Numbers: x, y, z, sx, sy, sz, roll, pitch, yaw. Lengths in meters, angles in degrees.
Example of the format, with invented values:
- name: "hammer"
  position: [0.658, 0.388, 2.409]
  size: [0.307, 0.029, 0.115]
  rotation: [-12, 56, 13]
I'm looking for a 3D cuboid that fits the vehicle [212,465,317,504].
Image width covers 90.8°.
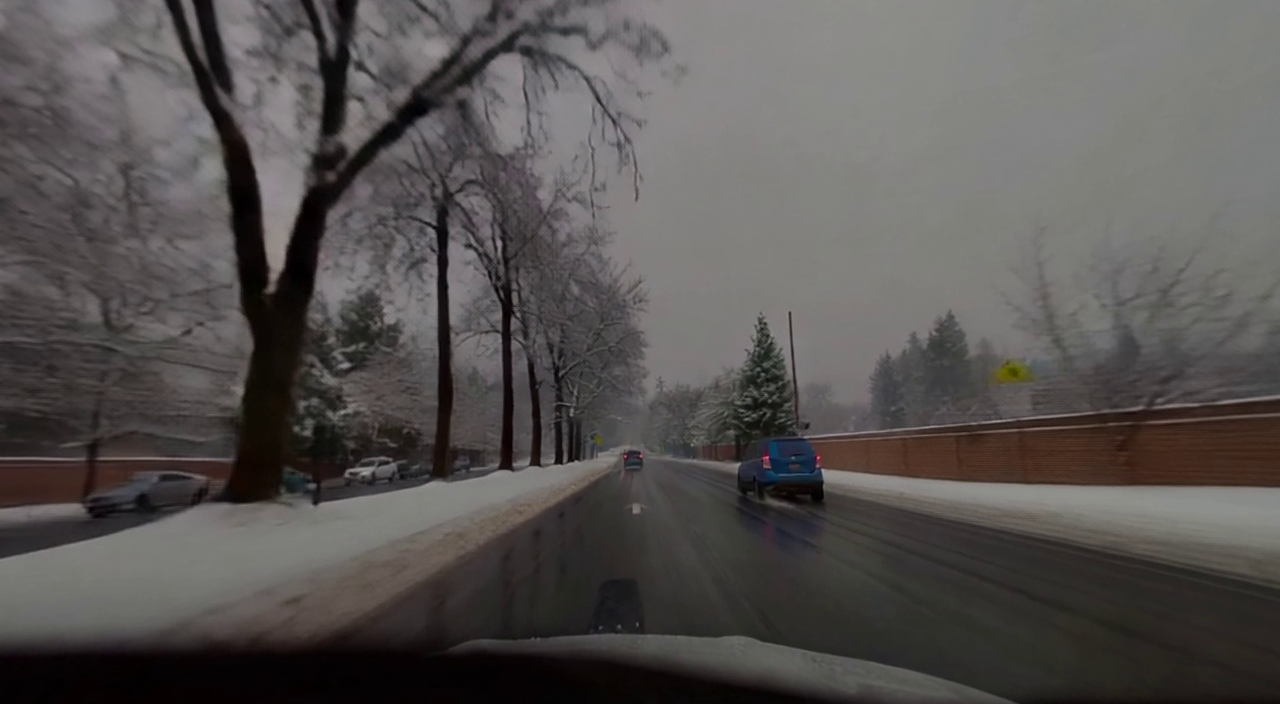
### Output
- name: "vehicle"
  position: [-17.575, 6.202, 29.882]
  size: [2.071, 1.489, 4.724]
  rotation: [-1, -9, 0]

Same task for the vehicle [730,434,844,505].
- name: "vehicle"
  position: [4.084, 3.353, 18.477]
  size: [2.155, 1.752, 4.456]
  rotation: [-1, -9, -1]

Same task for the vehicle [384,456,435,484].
- name: "vehicle"
  position: [-17.599, 9.010, 48.547]
  size: [2.075, 1.909, 5.064]
  rotation: [-1, -8, -1]

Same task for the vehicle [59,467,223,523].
- name: "vehicle"
  position: [-17.442, 4.989, 22.453]
  size: [2.099, 1.558, 4.533]
  rotation: [-1, -9, 0]

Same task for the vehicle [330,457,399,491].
- name: "vehicle"
  position: [-17.335, 7.688, 40.100]
  size: [2.096, 1.816, 5.362]
  rotation: [-4, -9, -1]
